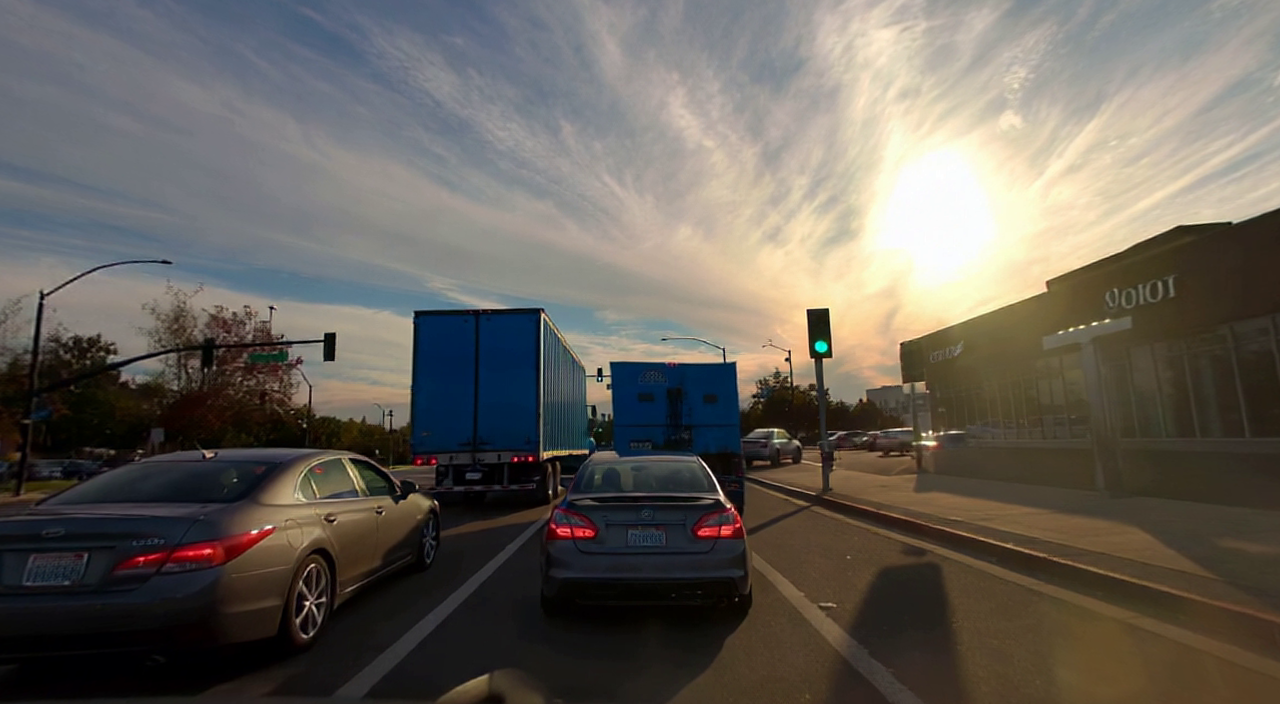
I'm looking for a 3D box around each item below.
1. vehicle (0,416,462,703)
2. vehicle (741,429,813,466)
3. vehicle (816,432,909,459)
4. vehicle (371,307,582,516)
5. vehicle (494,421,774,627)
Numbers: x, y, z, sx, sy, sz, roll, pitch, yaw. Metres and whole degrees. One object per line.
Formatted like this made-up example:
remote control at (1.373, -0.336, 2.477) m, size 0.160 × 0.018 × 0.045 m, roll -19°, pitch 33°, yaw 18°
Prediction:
vehicle at (-3.096, 1.366, 5.170) m, size 1.969 × 1.471 × 4.378 m, roll 0°, pitch -8°, yaw 0°
vehicle at (7.254, 5.128, 33.819) m, size 2.061 × 1.845 × 4.829 m, roll 1°, pitch -9°, yaw -10°
vehicle at (12.631, 5.340, 35.825) m, size 4.574 × 1.478 × 1.880 m, roll -1°, pitch -8°, yaw 3°
vehicle at (-3.264, 1.562, 14.962) m, size 3.020 × 3.800 × 7.105 m, roll 0°, pitch -8°, yaw 0°
vehicle at (-0.098, 1.580, 6.782) m, size 2.067 × 1.506 × 4.118 m, roll 0°, pitch -8°, yaw -2°
